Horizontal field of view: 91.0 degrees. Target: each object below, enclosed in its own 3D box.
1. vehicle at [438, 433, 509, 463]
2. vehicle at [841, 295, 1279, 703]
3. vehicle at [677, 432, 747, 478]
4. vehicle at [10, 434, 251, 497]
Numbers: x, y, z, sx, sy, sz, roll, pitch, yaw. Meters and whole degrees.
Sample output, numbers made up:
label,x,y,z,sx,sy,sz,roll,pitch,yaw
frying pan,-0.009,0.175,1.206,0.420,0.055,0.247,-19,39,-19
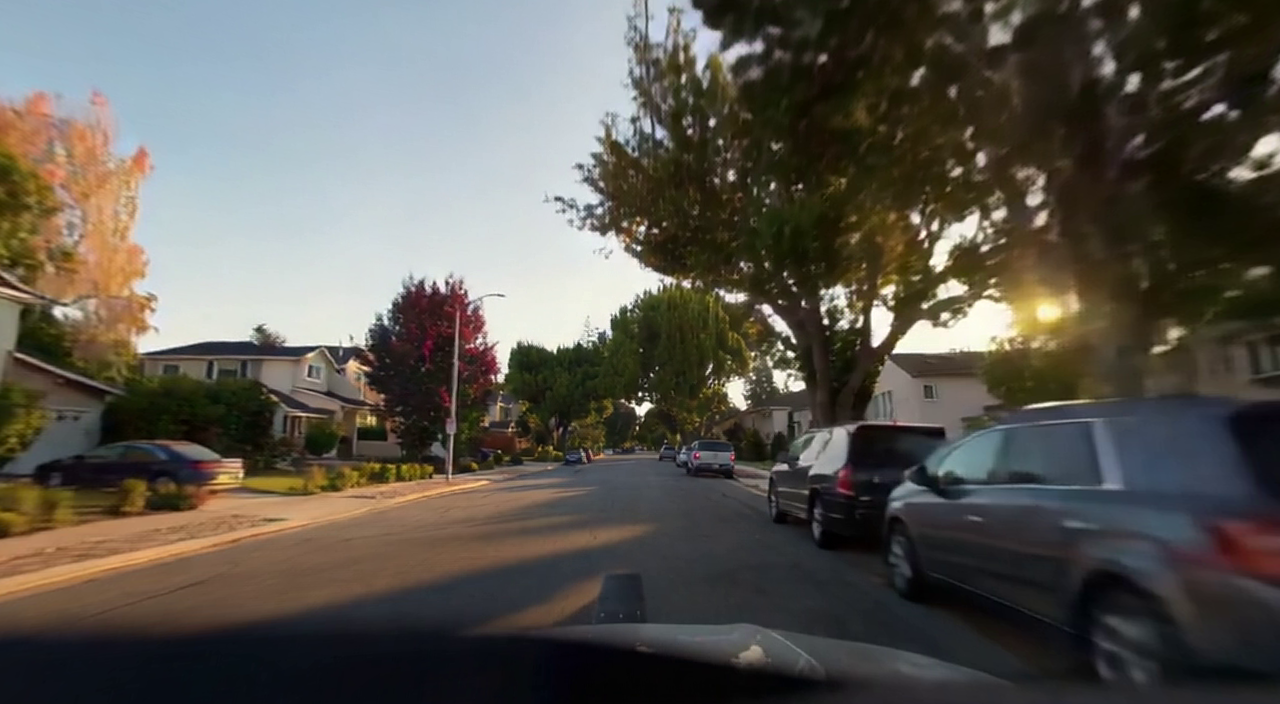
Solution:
label,x,y,z,sx,sy,sz,roll,pitch,yaw
vehicle,-13.168,7.603,49.917,4.837,1.897,2.228,4,-8,4
vehicle,3.287,1.081,4.282,2.262,1.870,4.948,0,-8,1
vehicle,3.708,5.533,34.098,2.952,2.216,7.033,0,-8,0
vehicle,-13.538,3.030,16.966,4.700,1.549,2.000,0,-8,0
